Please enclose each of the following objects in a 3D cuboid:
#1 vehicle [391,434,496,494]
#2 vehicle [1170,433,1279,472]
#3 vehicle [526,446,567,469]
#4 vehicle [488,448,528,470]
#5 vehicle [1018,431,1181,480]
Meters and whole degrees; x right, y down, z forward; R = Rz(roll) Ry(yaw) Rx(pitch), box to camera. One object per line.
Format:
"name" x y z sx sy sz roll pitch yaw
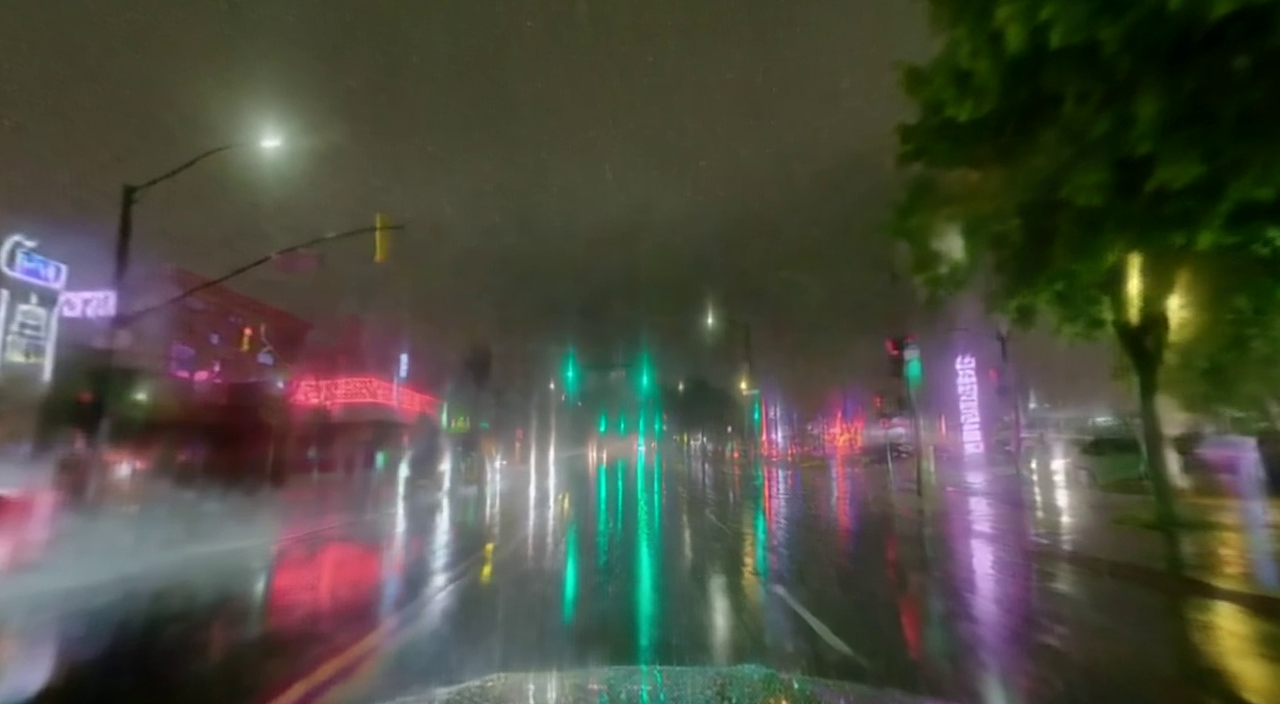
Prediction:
"vehicle" -6.292 3.626 20.784 2.041 1.756 4.392 0 -8 0
"vehicle" 24.873 4.098 25.795 4.503 1.472 2.032 0 -9 -1
"vehicle" -6.199 7.005 42.076 2.007 1.478 4.328 0 -8 1
"vehicle" -9.783 7.959 46.905 1.919 1.518 4.360 0 -8 2
"vehicle" 16.573 3.758 22.922 4.299 1.679 2.011 0 -9 0
